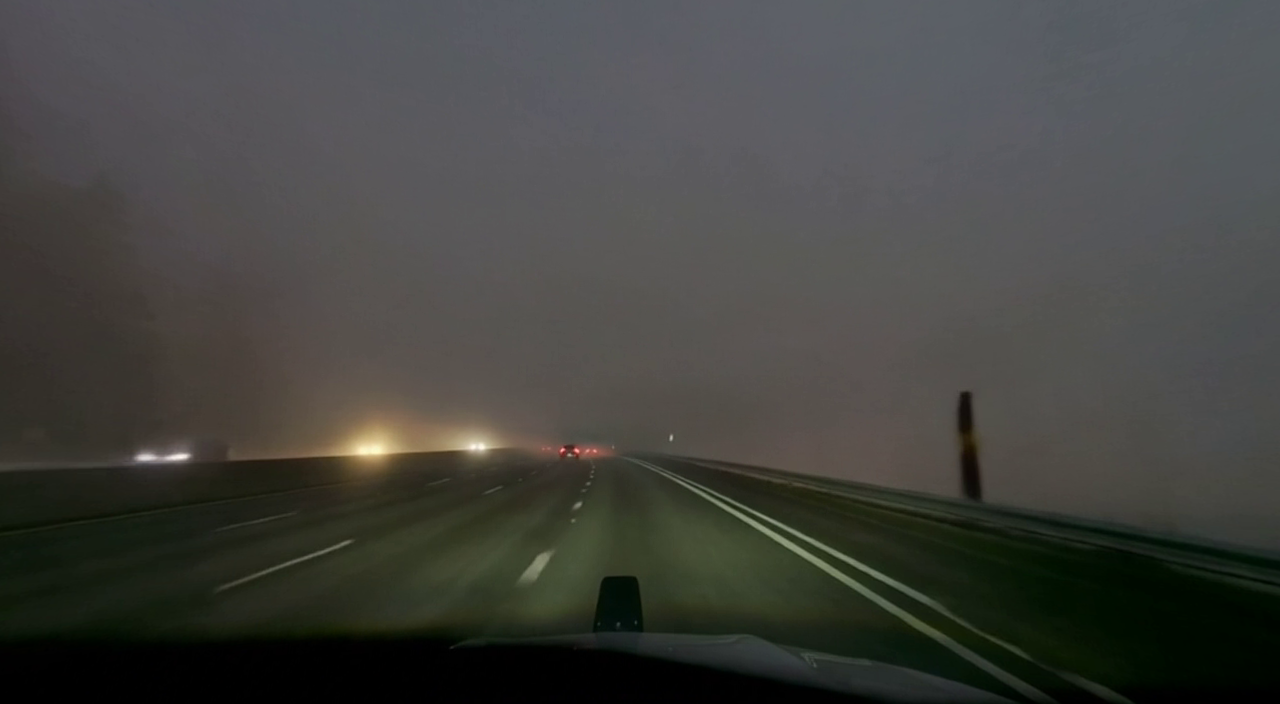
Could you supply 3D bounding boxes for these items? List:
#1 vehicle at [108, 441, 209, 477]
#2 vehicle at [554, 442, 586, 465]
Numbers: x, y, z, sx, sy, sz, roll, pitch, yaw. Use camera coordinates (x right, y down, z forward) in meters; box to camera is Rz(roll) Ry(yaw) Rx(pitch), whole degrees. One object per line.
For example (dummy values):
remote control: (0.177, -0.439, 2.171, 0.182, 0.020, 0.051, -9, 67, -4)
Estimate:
vehicle: (-20.110, 4.461, 26.356, 1.748, 1.391, 3.284, 1, -8, -4)
vehicle: (-5.283, 7.699, 47.706, 2.248, 1.619, 3.848, 0, -8, -4)
